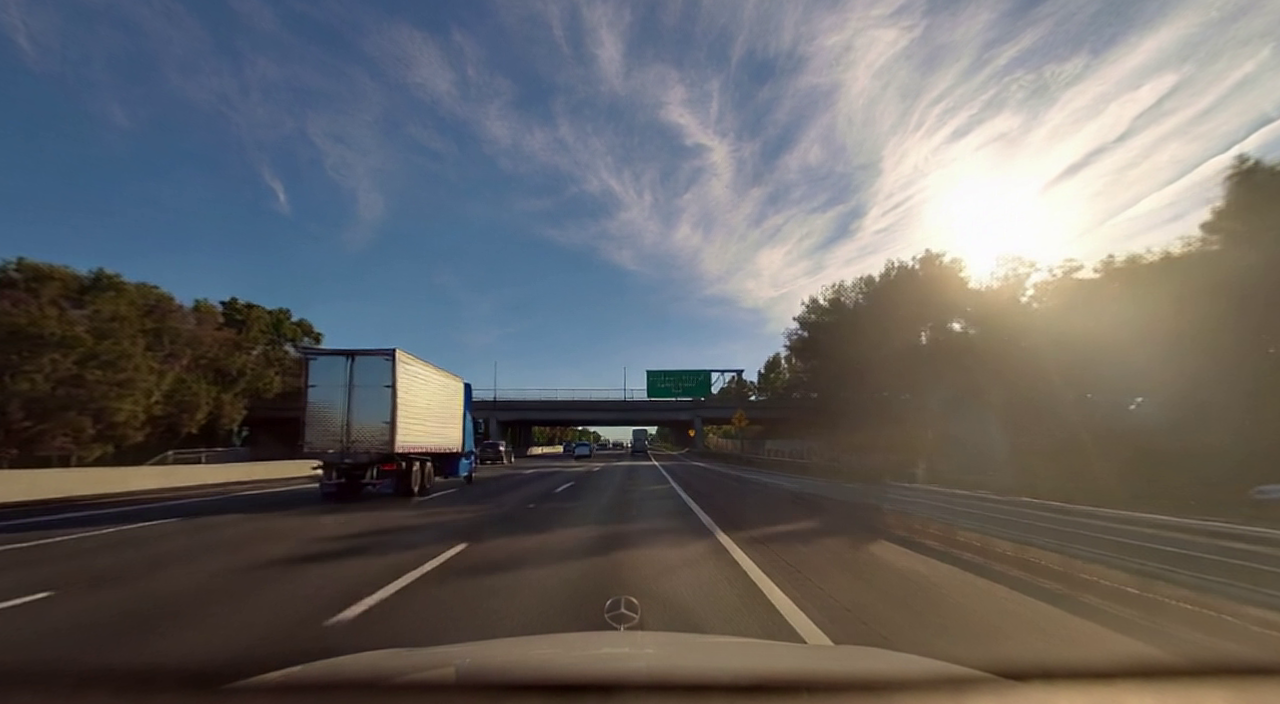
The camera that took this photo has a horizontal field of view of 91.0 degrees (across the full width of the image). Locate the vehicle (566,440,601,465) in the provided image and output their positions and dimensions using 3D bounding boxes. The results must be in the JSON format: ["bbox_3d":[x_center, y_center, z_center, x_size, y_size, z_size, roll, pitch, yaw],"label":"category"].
[{"bbox_3d":[-4.087,7.341,46.076,2.094,1.695,4.260,0,-9,1],"label":"vehicle"}]

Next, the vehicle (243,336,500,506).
[{"bbox_3d":[-7.189,2.299,19.452,3.303,3.868,10.298,0,-9,0],"label":"vehicle"}]
